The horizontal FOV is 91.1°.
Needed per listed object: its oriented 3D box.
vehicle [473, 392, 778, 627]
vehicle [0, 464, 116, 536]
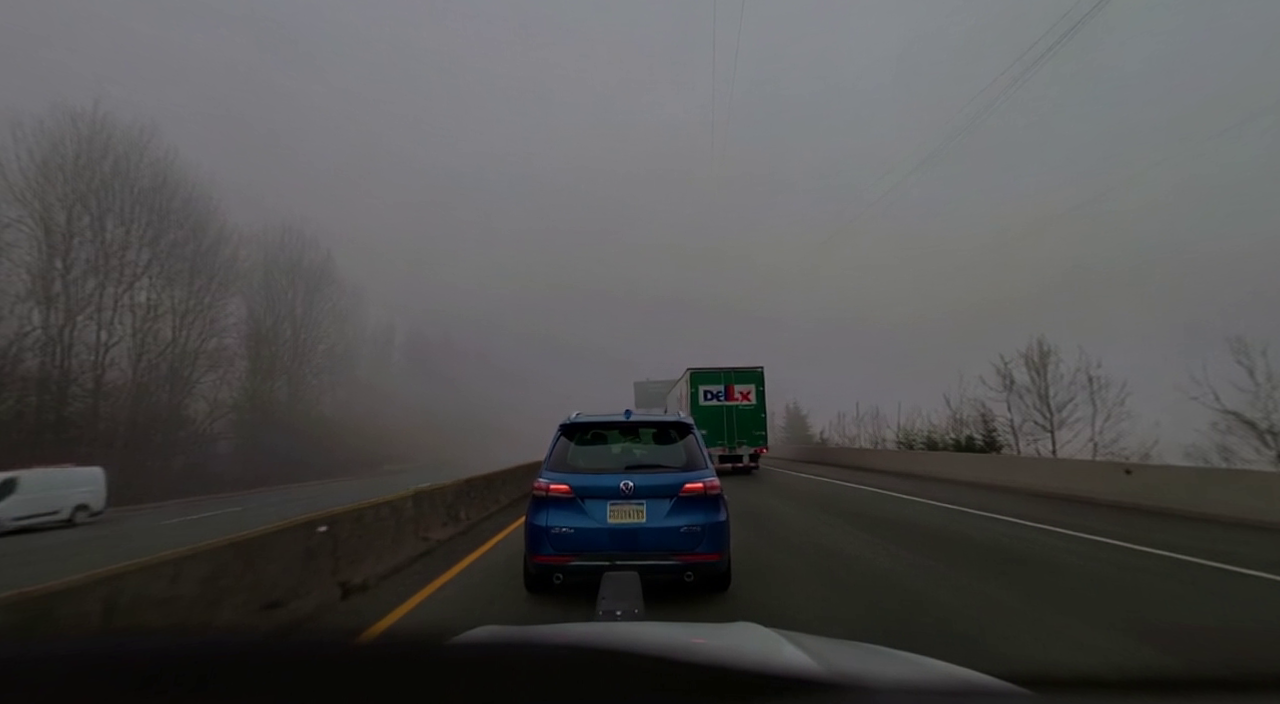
[{"bbox_3d":[-0.138,1.332,6.288,2.062,1.581,3.914,0,-8,-1],"label":"vehicle"},{"bbox_3d":[-20.071,4.728,20.445,2.081,1.900,4.823,0,-8,-4],"label":"vehicle"}]
